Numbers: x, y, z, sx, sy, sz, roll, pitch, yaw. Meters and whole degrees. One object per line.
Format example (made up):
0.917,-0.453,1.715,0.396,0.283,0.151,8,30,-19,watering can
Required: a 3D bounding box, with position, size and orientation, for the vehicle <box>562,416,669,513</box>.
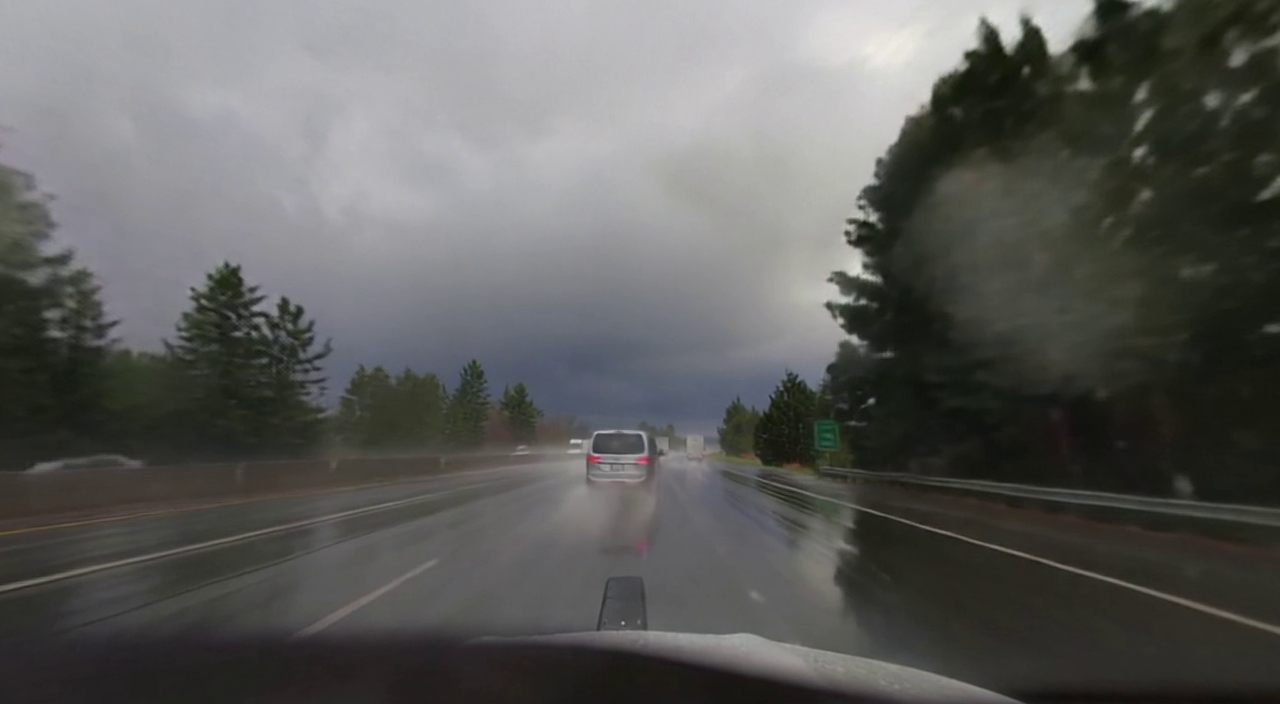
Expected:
-0.414,2.781,15.896,2.219,2.033,4.911,-1,-9,3,vehicle
